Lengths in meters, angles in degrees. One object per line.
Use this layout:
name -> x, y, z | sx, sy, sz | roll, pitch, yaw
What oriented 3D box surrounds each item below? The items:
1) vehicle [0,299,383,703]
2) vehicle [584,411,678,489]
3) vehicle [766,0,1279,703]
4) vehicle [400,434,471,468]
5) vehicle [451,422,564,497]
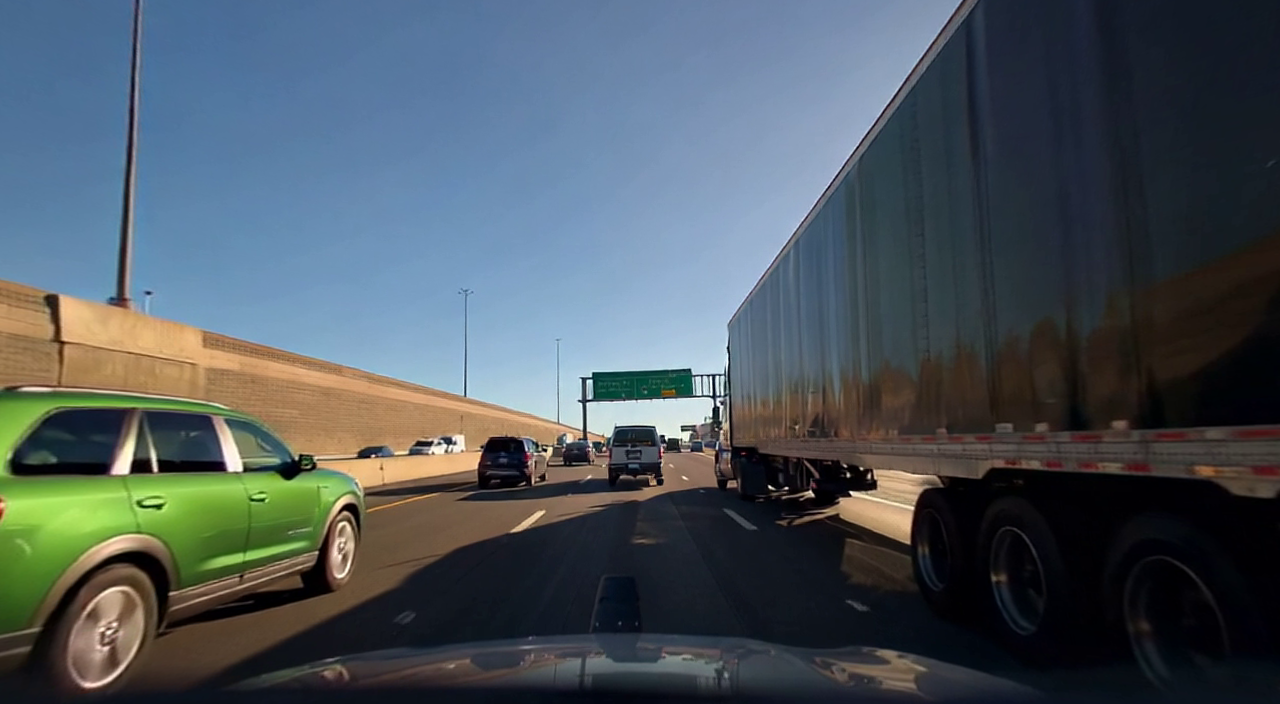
vehicle -> -3.352, 0.844, 2.999 | 2.193, 1.803, 4.958 | 0, -8, -1
vehicle -> -0.304, 3.264, 21.181 | 2.704, 2.216, 5.804 | 0, -8, -1
vehicle -> 3.599, -0.356, 2.687 | 2.852, 4.121, 16.210 | 0, -8, 0
vehicle -> -11.954, 5.862, 37.297 | 2.244, 1.830, 5.693 | 0, -8, 1
vehicle -> -3.533, 2.974, 17.801 | 2.120, 1.812, 4.659 | 0, -8, 1
